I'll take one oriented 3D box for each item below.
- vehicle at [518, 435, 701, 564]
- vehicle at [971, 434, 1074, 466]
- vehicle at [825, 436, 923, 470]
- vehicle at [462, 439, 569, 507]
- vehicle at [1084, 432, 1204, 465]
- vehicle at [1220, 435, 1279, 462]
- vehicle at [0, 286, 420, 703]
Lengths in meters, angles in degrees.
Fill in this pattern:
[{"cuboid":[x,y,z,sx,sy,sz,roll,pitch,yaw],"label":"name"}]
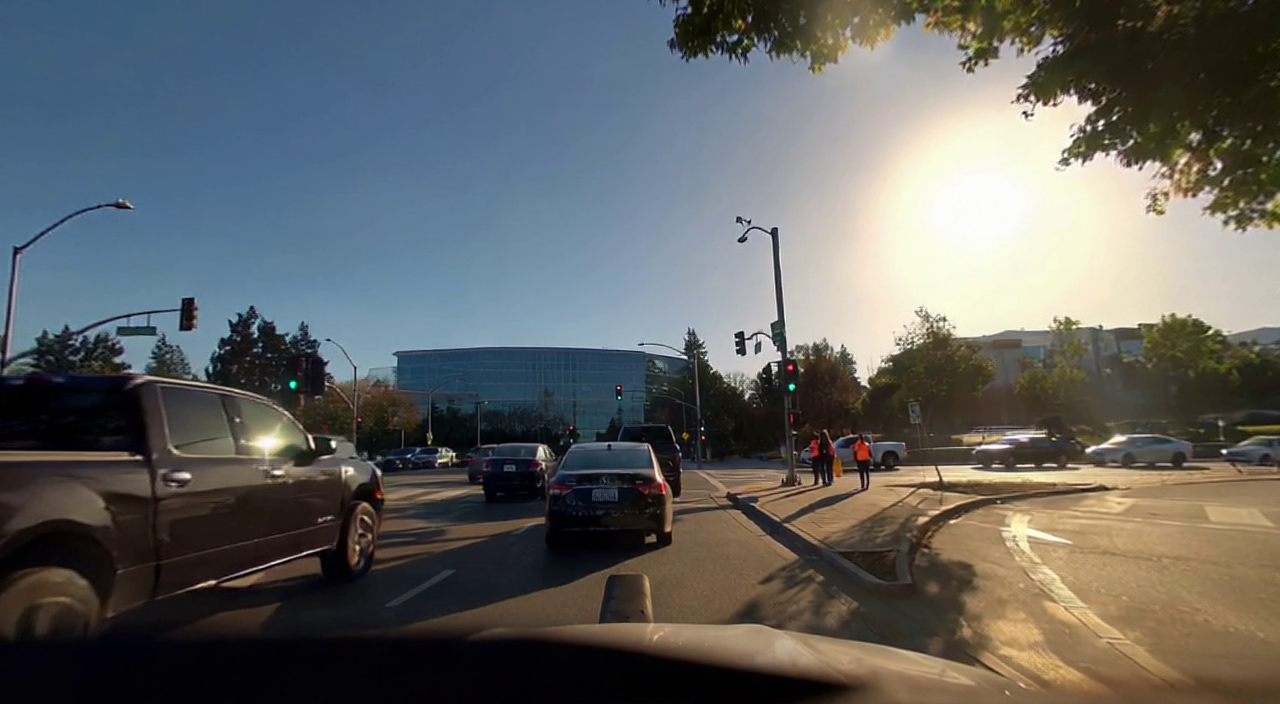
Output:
[{"cuboid":[-0.340,2.070,9.708,2.144,1.497,4.446,0,-8,0],"label":"vehicle"},{"cuboid":[21.969,5.642,36.351,4.529,1.786,2.110,-1,-8,2],"label":"vehicle"},{"cuboid":[12.249,5.338,33.262,4.394,1.724,1.886,0,-9,1],"label":"vehicle"},{"cuboid":[-3.352,3.351,17.993,2.003,1.655,4.878,0,-8,1],"label":"vehicle"},{"cuboid":[28.969,5.551,36.355,4.967,1.794,2.044,-1,-8,3],"label":"vehicle"},{"cuboid":[36.254,5.474,35.777,4.643,1.464,1.840,-1,-9,3],"label":"vehicle"},{"cuboid":[-3.618,1.009,4.424,2.202,1.961,4.980,0,-8,2],"label":"vehicle"}]
